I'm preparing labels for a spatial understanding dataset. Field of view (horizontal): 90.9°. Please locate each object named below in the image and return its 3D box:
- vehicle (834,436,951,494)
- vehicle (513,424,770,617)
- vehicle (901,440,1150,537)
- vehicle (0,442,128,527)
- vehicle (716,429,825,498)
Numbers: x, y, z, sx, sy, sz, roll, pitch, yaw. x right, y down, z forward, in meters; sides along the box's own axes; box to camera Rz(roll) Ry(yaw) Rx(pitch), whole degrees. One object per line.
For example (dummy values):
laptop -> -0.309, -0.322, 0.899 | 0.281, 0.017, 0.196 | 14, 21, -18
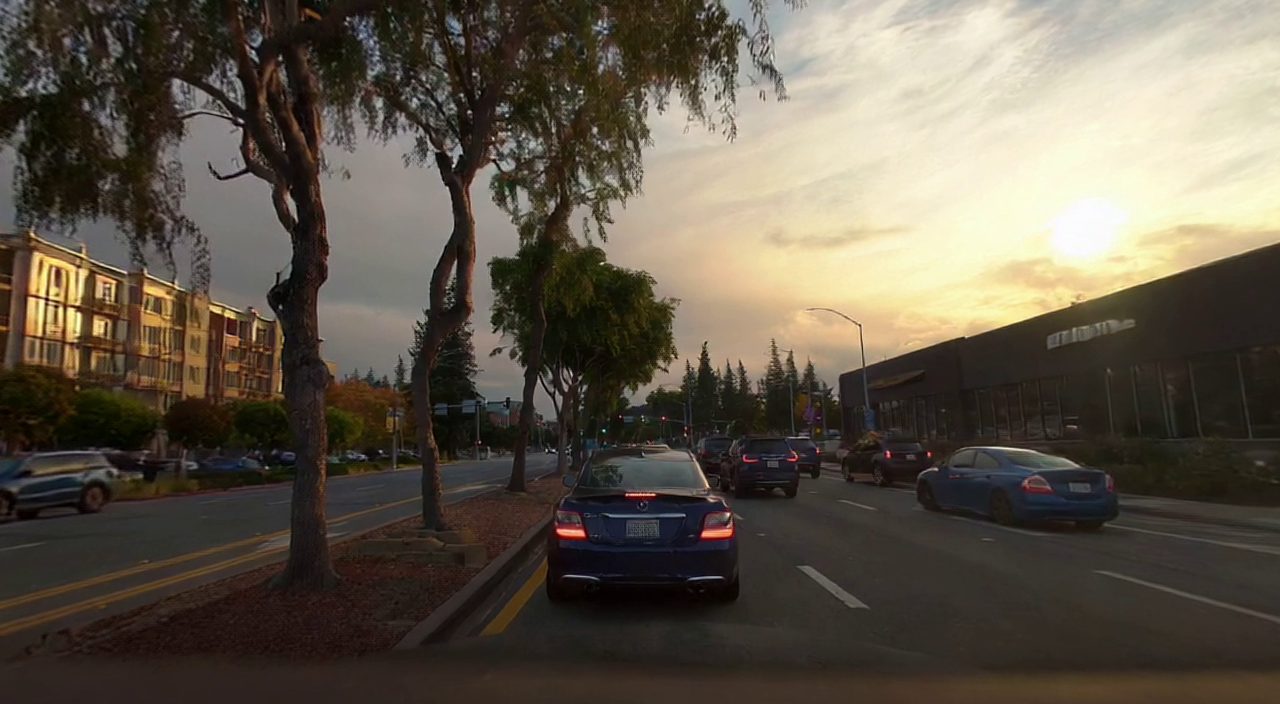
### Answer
vehicle -> 7.939, 3.565, 20.371 | 1.963, 1.637, 4.527 | 0, -8, 1
vehicle -> -0.019, 1.624, 7.115 | 1.977, 1.465, 4.376 | 0, -8, -1
vehicle -> 6.837, 2.417, 11.916 | 1.911, 1.468, 4.417 | 0, -8, 0
vehicle -> -14.462, 2.922, 14.251 | 2.163, 1.743, 4.428 | 0, -8, -4
vehicle -> 3.621, 3.200, 18.461 | 2.114, 1.736, 4.553 | 0, -8, -1
